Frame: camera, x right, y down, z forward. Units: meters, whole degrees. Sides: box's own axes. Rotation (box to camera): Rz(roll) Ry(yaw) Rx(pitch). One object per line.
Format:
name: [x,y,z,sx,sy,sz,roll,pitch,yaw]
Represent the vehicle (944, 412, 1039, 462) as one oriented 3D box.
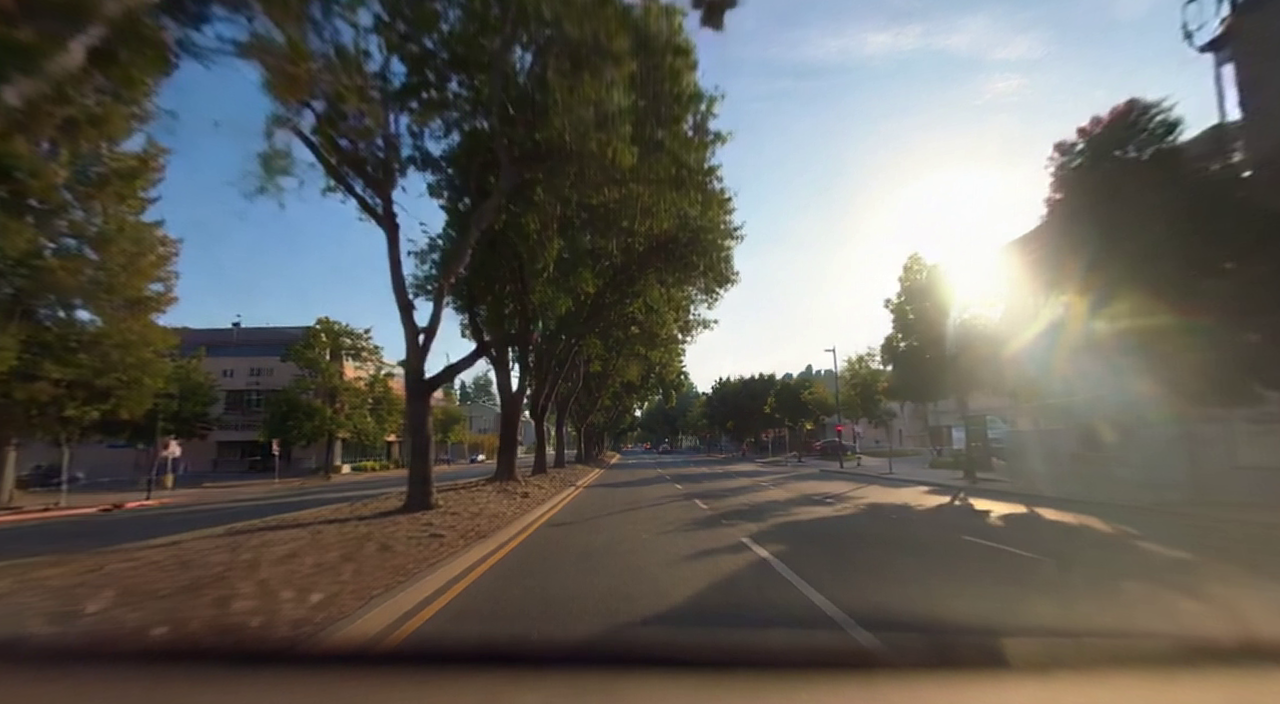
vehicle: [21.688,5.335,39.367,2.400,2.851,5.992,0,-8,0]
